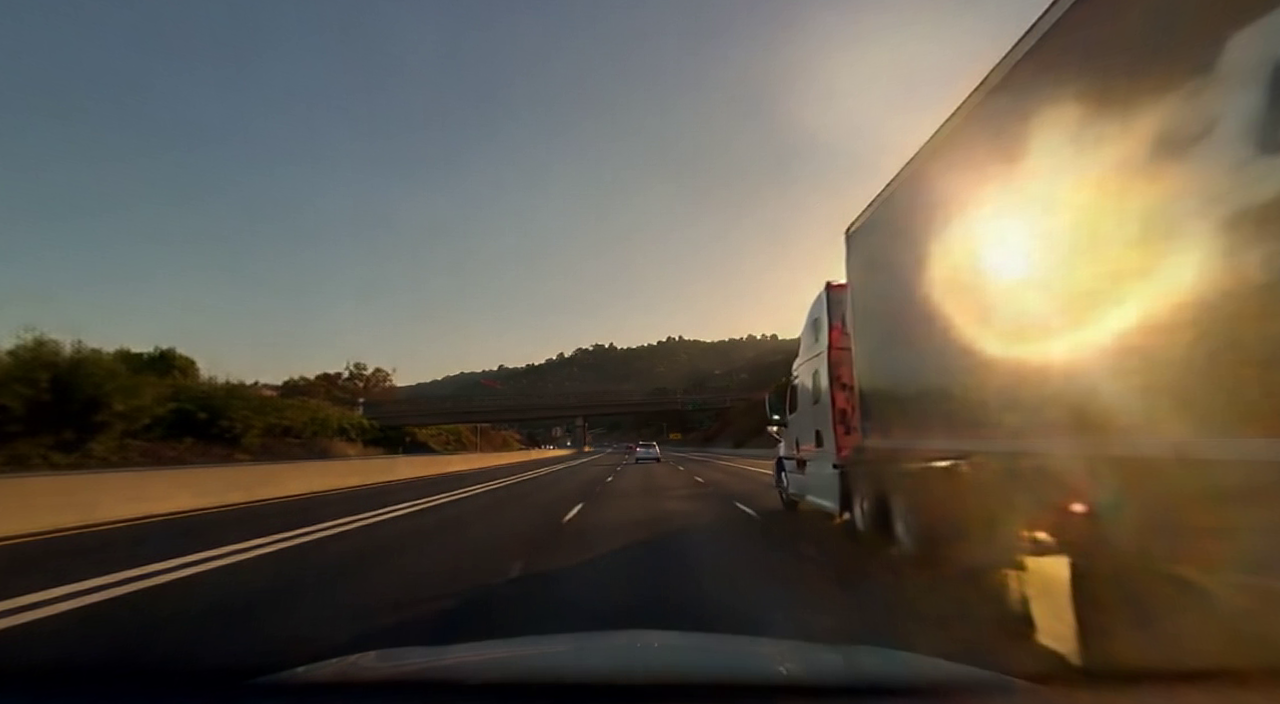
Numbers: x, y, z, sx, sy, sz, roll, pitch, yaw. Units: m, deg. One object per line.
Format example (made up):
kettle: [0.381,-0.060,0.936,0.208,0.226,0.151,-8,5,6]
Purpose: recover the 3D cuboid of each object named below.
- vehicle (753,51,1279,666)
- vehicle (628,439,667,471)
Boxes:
vehicle: [4.122,0.648,9.059,3.027,3.903,10.307,0,-8,0]
vehicle: [0.399,5.614,34.532,2.050,1.654,4.192,0,-8,0]
